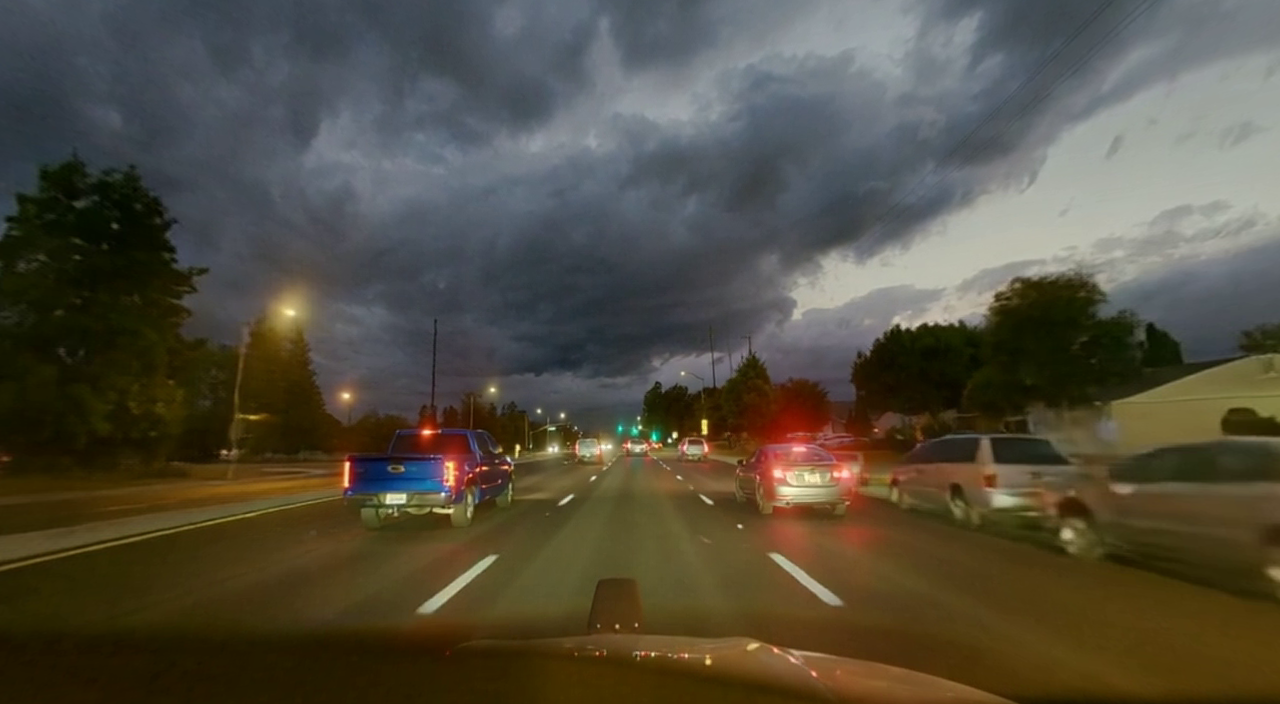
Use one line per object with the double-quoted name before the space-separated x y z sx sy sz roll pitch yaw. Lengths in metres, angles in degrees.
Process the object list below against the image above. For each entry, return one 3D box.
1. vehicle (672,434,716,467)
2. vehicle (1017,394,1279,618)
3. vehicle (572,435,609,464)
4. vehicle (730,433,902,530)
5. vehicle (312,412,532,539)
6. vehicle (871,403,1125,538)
"vehicle" 3.162 5.897 37.925 2.099 1.845 4.363 0 -8 -2
"vehicle" 6.329 1.441 6.355 2.031 1.837 4.822 0 -8 0
"vehicle" -3.385 6.777 44.021 2.218 1.829 4.492 0 -8 0
"vehicle" 2.992 2.289 11.789 1.884 1.463 4.195 0 -8 -2
"vehicle" -3.490 2.109 11.478 2.111 1.745 5.274 0 -8 0
"vehicle" 6.314 2.144 12.034 2.012 2.032 4.728 0 -8 0
